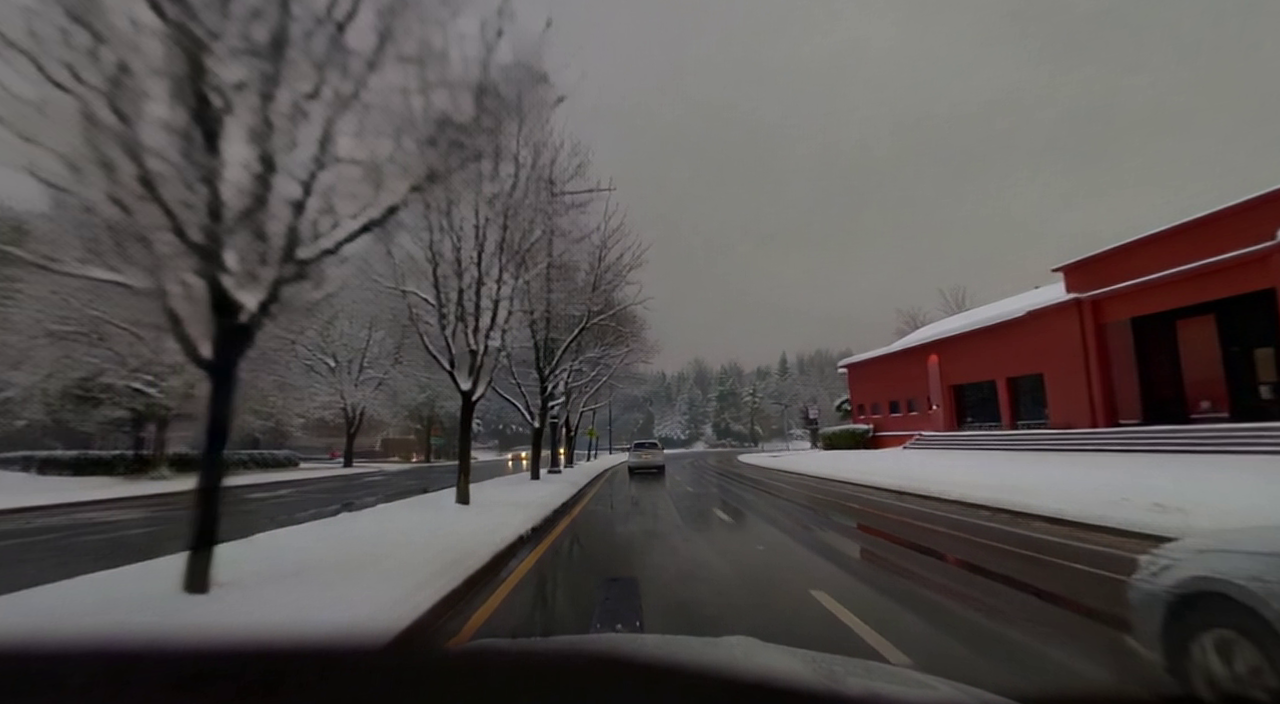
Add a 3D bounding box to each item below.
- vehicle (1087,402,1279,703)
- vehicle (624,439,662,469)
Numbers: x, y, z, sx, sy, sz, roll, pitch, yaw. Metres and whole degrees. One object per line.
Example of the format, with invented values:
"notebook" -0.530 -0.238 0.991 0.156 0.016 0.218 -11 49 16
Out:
"vehicle" 3.624 0.745 1.118 2.132 1.497 4.827 0 -8 0
"vehicle" 0.229 6.140 38.260 2.123 1.703 4.292 0 -8 1
